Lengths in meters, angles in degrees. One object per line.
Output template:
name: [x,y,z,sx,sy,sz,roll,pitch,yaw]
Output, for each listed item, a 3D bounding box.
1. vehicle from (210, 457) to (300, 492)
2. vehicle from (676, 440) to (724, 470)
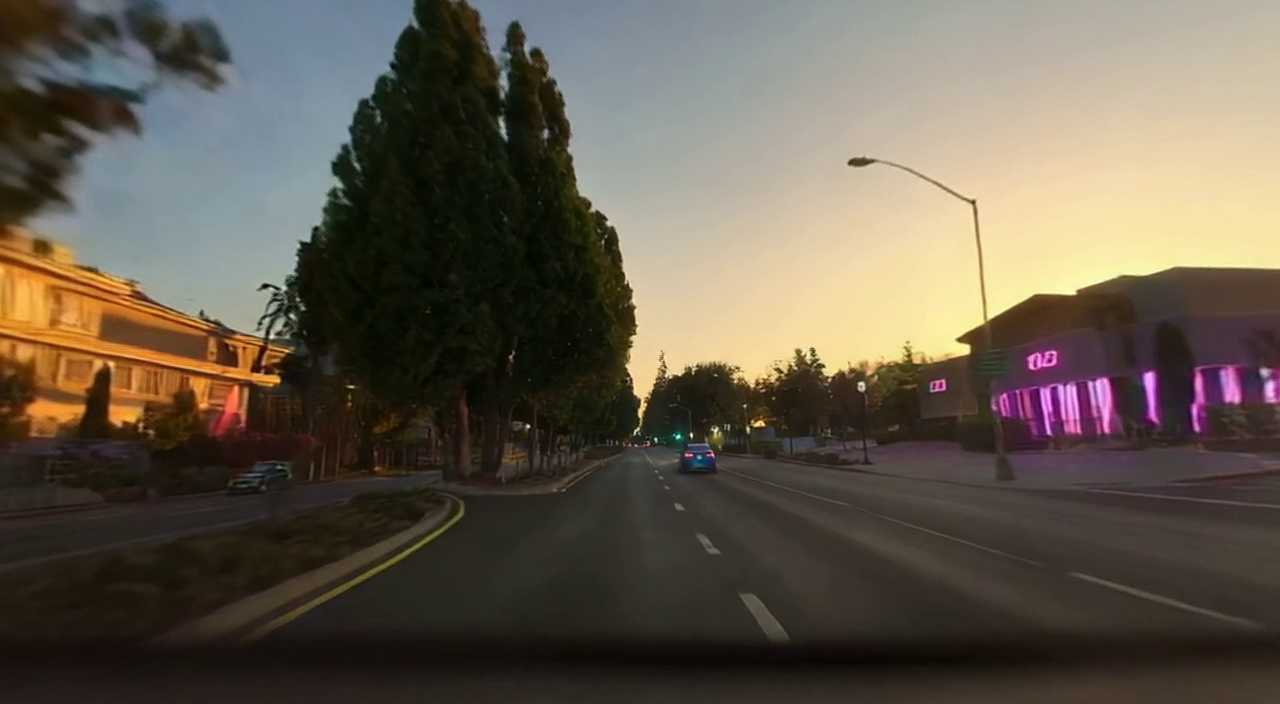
vehicle: [-19.846,6.314,32.822,1.949,1.610,4.279,0,-8,0]
vehicle: [2.971,5.225,32.177,1.929,1.411,4.284,0,-8,-1]
